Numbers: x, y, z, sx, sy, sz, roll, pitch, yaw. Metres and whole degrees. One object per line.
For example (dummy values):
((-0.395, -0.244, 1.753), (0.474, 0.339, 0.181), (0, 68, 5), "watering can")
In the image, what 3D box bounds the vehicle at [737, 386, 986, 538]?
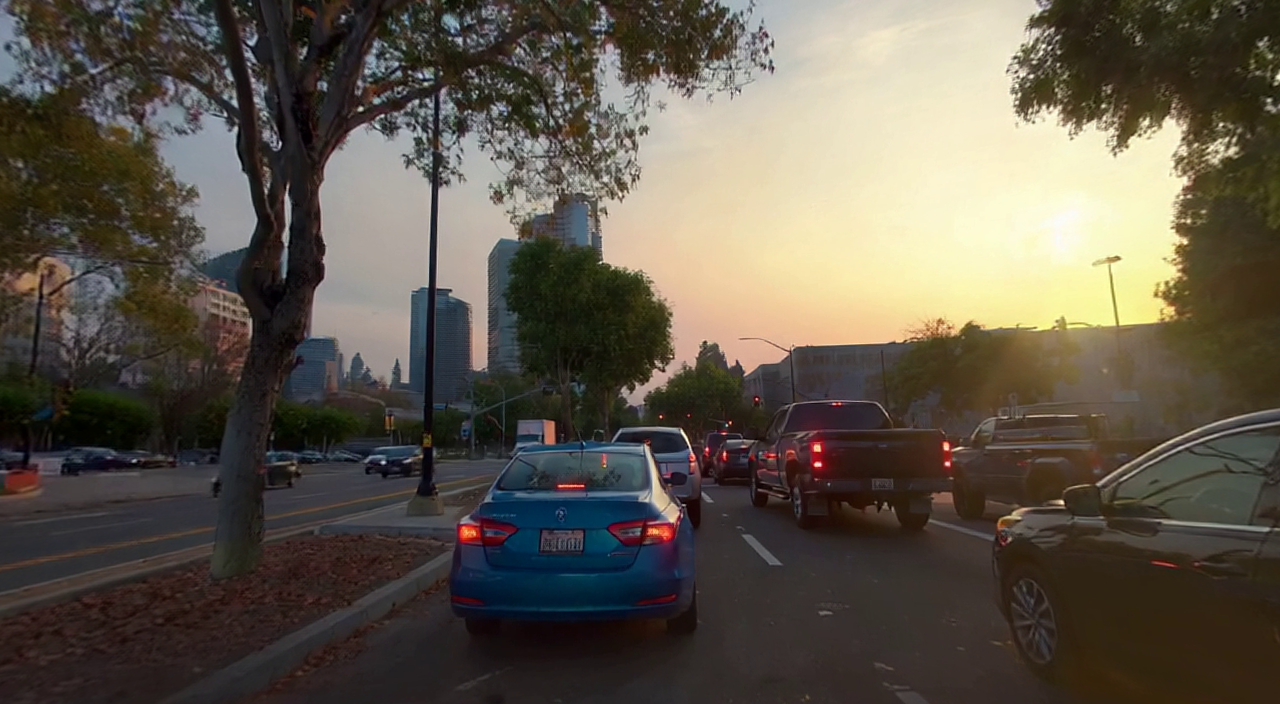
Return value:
((3.533, 1.956, 11.687), (2.444, 2.098, 5.766), (0, -9, -1), "vehicle")

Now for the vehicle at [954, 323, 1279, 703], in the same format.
((3.167, 0.757, 2.074), (1.982, 1.709, 4.427), (0, -9, 1), "vehicle")

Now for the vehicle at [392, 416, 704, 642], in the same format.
((-0.565, 1.500, 6.328), (2.111, 1.506, 4.018), (0, -8, 2), "vehicle")

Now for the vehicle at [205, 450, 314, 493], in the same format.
((-16.165, 5.074, 26.997), (2.000, 1.656, 4.160), (0, -8, 1), "vehicle")
